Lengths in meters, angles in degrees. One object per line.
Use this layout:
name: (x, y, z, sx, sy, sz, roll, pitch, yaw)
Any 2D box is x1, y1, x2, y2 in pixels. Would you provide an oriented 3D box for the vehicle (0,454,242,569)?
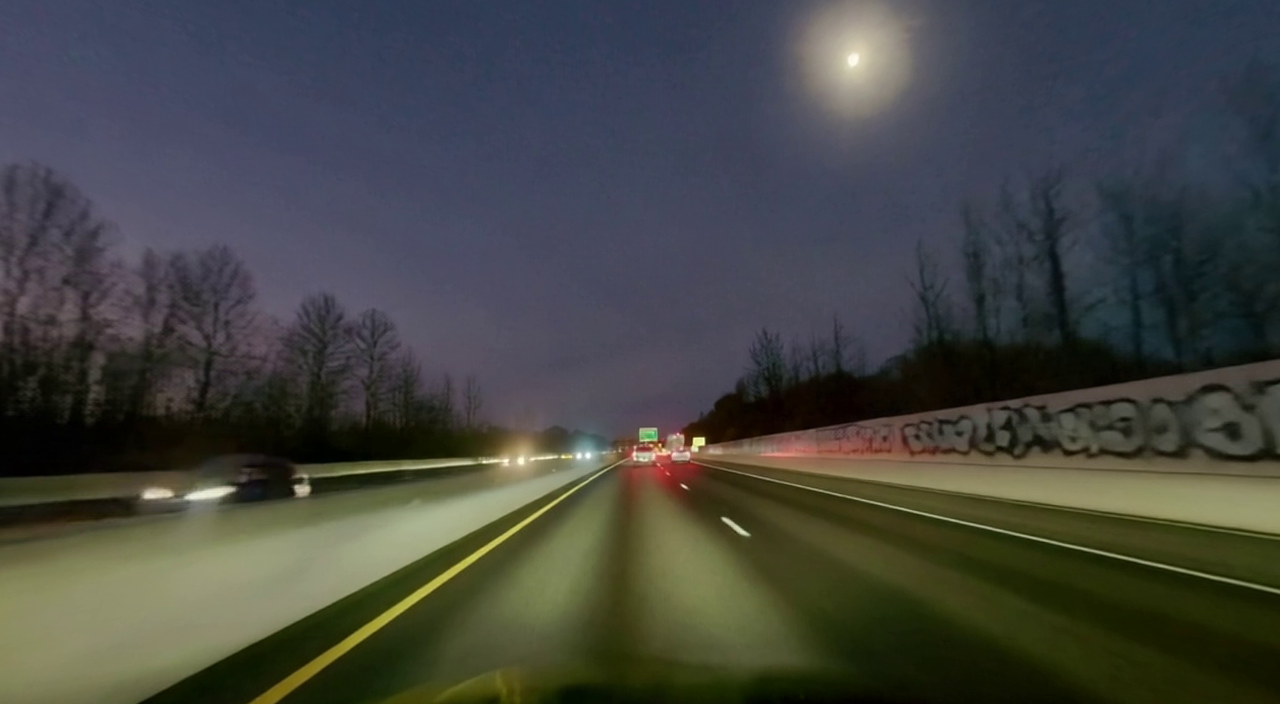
vehicle: (-9.110, 2.512, 10.652, 1.895, 1.498, 4.329, 0, -9, -1)

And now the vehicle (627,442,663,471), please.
vehicle: (0.263, 6.508, 39.042, 2.095, 1.671, 4.219, 0, -9, -1)

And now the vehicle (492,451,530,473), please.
vehicle: (-9.563, 8.144, 46.751, 1.904, 1.499, 4.352, -1, -9, 0)
